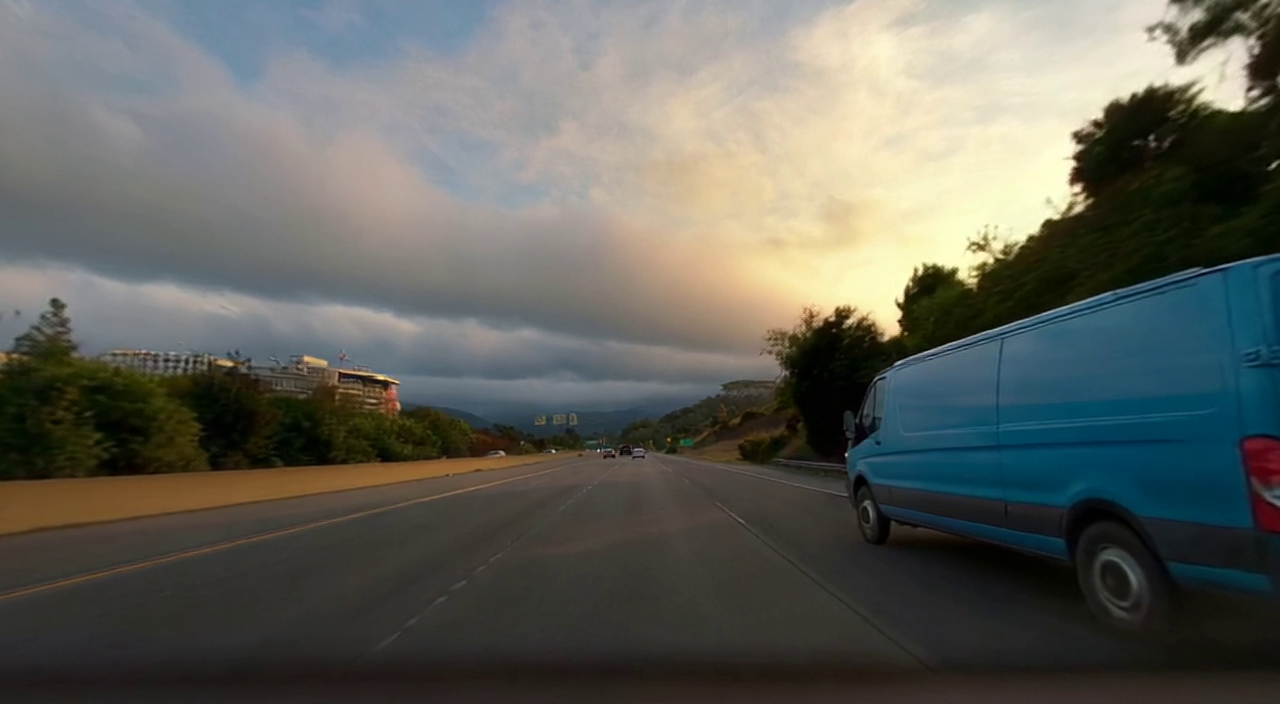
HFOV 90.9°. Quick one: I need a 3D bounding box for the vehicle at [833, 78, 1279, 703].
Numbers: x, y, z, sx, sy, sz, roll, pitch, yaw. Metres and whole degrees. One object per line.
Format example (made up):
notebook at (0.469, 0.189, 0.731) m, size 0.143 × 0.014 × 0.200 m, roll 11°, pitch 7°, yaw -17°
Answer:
vehicle at (4.070, 0.674, 5.596) m, size 2.527 × 2.809 × 6.831 m, roll 0°, pitch -9°, yaw 0°
